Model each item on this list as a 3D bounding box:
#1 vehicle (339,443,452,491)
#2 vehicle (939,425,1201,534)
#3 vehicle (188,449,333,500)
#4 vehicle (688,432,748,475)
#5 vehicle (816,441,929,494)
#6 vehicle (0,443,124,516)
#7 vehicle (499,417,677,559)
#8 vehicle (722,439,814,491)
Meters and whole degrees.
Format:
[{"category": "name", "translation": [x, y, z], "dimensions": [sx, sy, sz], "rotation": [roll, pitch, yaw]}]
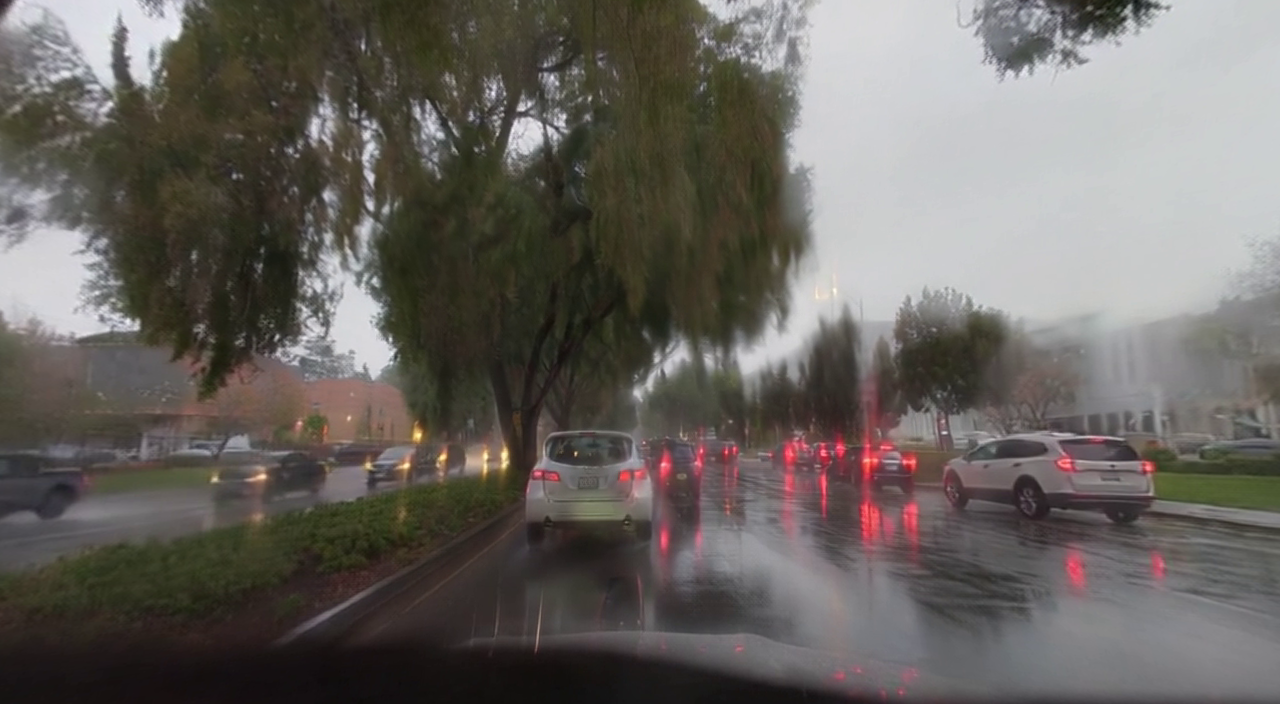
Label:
[{"category": "vehicle", "translation": [-8.324, 3.930, 22.045], "dimensions": [2.039, 1.466, 4.553], "rotation": [0, -8, 1]}, {"category": "vehicle", "translation": [7.871, 2.350, 12.249], "dimensions": [2.168, 1.709, 4.289], "rotation": [0, -8, 3]}, {"category": "vehicle", "translation": [-11.954, 3.860, 20.358], "dimensions": [1.866, 1.404, 4.507], "rotation": [0, -8, 0]}, {"category": "vehicle", "translation": [3.533, 4.727, 29.575], "dimensions": [2.114, 1.846, 4.659], "rotation": [0, -8, -1]}, {"category": "vehicle", "translation": [7.245, 3.619, 20.214], "dimensions": [1.977, 1.485, 4.308], "rotation": [0, -8, 0]}, {"category": "vehicle", "translation": [-16.799, 3.305, 16.595], "dimensions": [2.027, 1.789, 5.259], "rotation": [0, -8, 0]}, {"category": "vehicle", "translation": [-0.769, 1.894, 9.462], "dimensions": [2.106, 1.655, 3.717], "rotation": [1, -8, -5]}, {"category": "vehicle", "translation": [4.007, 3.625, 20.625], "dimensions": [2.175, 1.477, 4.520], "rotation": [0, -8, 1]}]
